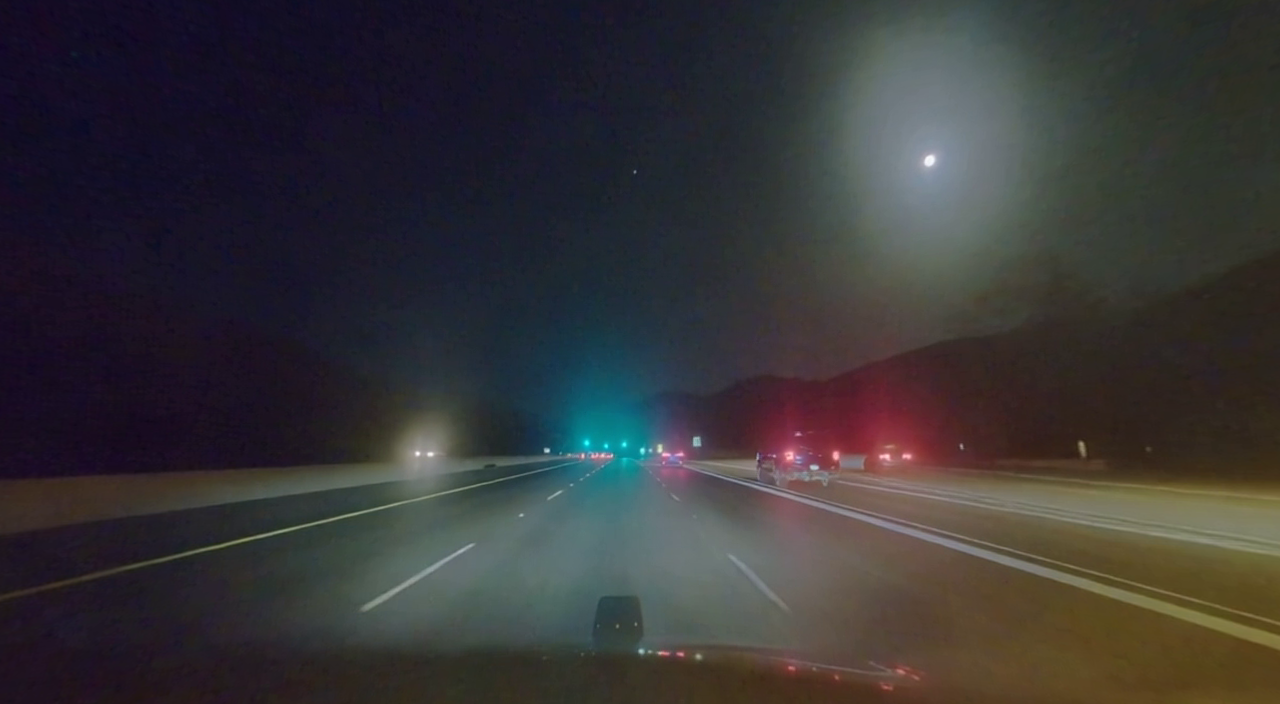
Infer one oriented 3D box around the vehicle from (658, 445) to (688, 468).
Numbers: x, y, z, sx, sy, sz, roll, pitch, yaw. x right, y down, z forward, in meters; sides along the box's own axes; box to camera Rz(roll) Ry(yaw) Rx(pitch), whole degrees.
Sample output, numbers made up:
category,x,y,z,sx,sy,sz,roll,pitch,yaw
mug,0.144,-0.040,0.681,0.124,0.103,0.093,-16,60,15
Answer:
category,x,y,z,sx,sy,sz,roll,pitch,yaw
vehicle,2.283,7.422,44.513,1.895,1.555,4.030,0,-9,0
